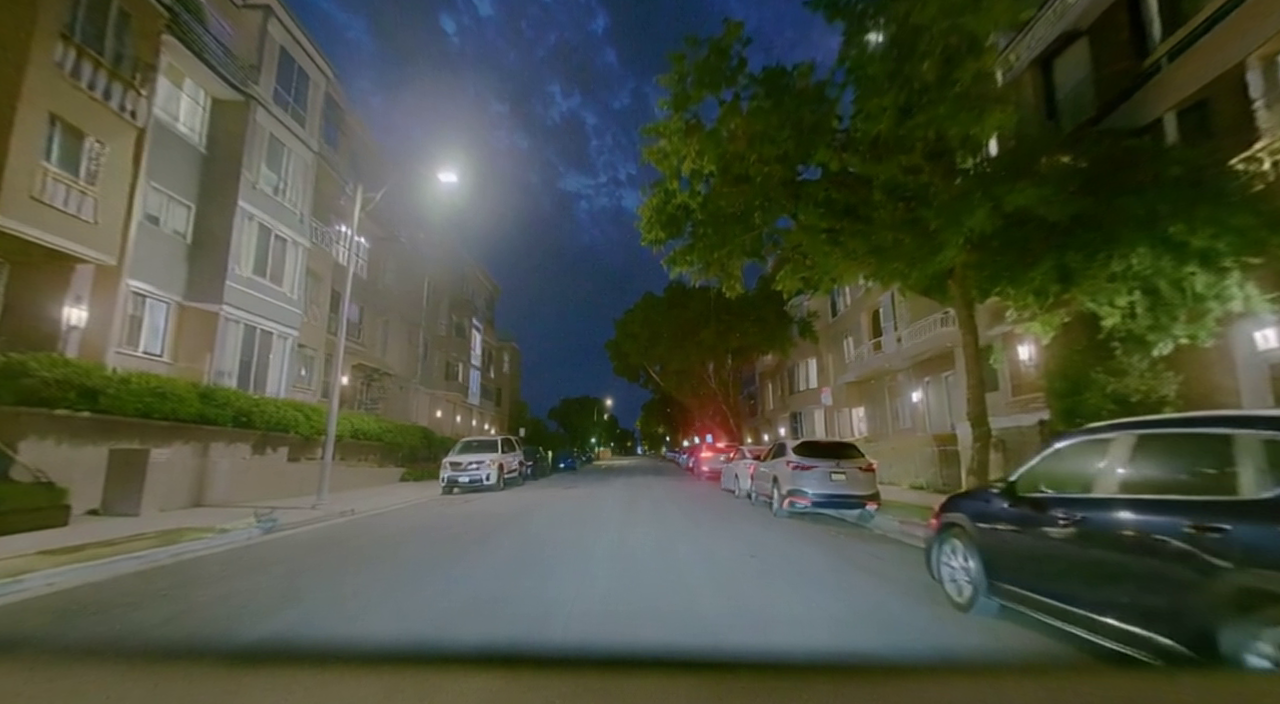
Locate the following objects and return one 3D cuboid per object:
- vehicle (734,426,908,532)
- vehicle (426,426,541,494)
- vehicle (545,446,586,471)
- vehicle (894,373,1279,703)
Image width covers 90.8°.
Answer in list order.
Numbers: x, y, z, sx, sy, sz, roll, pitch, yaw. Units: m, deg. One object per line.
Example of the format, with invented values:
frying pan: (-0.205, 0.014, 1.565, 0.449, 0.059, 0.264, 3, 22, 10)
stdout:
vehicle: (3.495, 2.569, 13.485, 2.216, 1.790, 5.077, 0, -8, 0)
vehicle: (-5.534, 4.014, 23.405, 2.596, 2.152, 5.689, -1, -10, 2)
vehicle: (-5.442, 7.838, 46.759, 2.222, 1.735, 5.215, -1, -8, 2)
vehicle: (3.656, 1.075, 3.610, 2.184, 1.661, 4.940, 0, -8, -2)
